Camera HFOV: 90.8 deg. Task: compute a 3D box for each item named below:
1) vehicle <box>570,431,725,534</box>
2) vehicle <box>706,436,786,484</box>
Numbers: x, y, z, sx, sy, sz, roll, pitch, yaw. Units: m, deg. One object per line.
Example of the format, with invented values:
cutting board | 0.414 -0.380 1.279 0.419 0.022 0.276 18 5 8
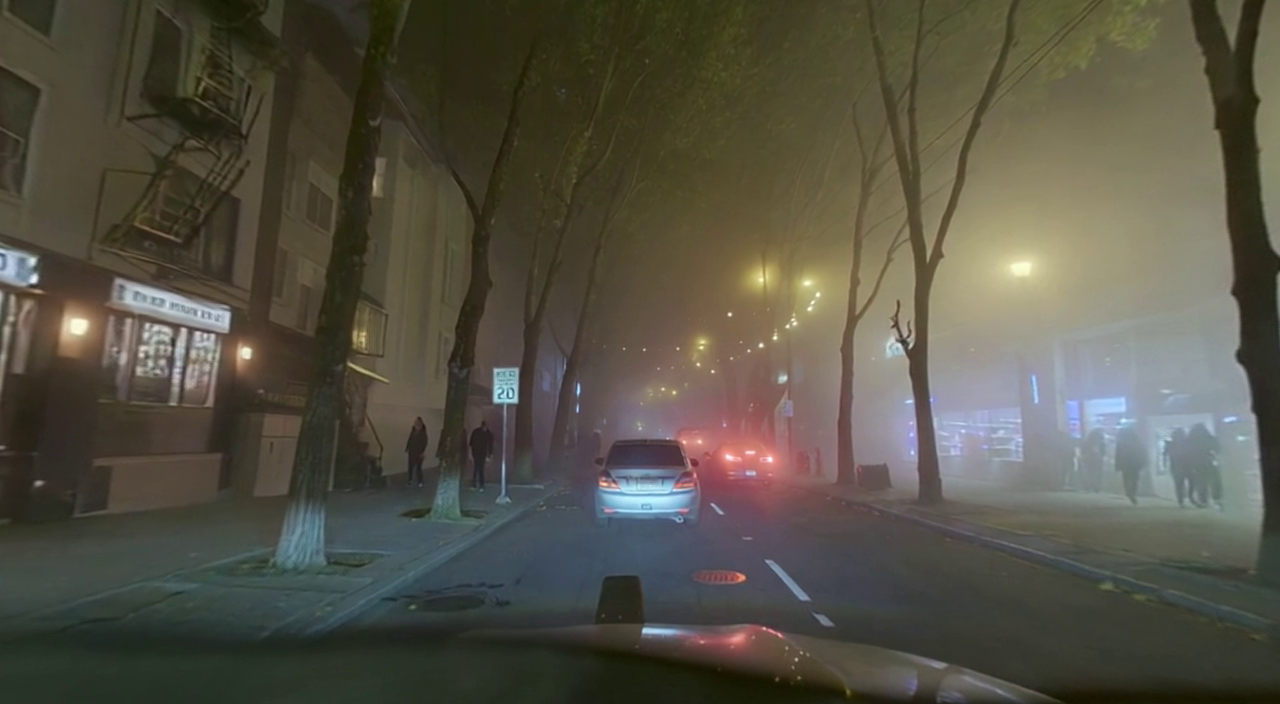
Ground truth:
vehicle | 0.085 2.225 11.362 2.261 1.474 4.130 0 -9 -1
vehicle | 3.624 3.798 22.510 2.025 1.523 4.426 0 -9 -1
